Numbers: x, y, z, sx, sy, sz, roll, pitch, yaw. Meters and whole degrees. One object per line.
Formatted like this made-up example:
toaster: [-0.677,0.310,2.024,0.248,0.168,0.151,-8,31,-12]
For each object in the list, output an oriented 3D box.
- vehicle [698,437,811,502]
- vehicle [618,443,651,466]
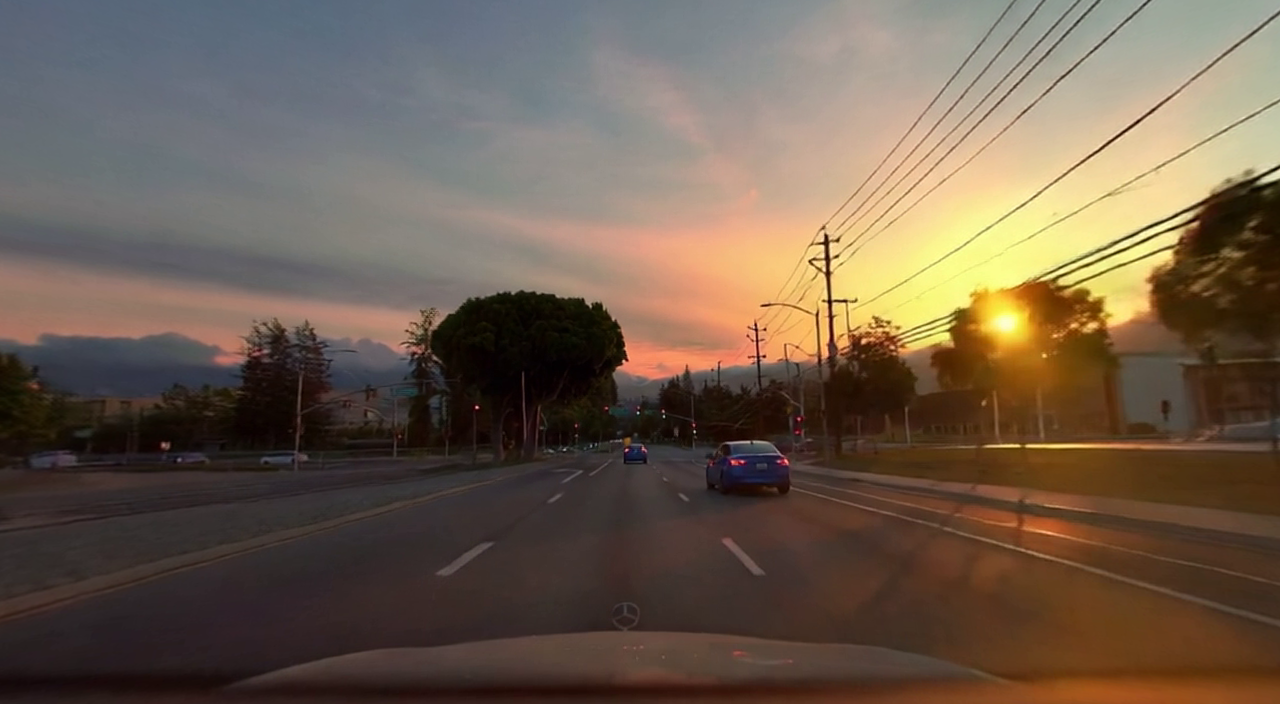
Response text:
vehicle: [2.793,2.990,16.473,2.004,1.448,4.263,0,-9,-2]
vehicle: [-0.367,6.834,42.214,2.110,1.466,3.860,0,-9,-1]
